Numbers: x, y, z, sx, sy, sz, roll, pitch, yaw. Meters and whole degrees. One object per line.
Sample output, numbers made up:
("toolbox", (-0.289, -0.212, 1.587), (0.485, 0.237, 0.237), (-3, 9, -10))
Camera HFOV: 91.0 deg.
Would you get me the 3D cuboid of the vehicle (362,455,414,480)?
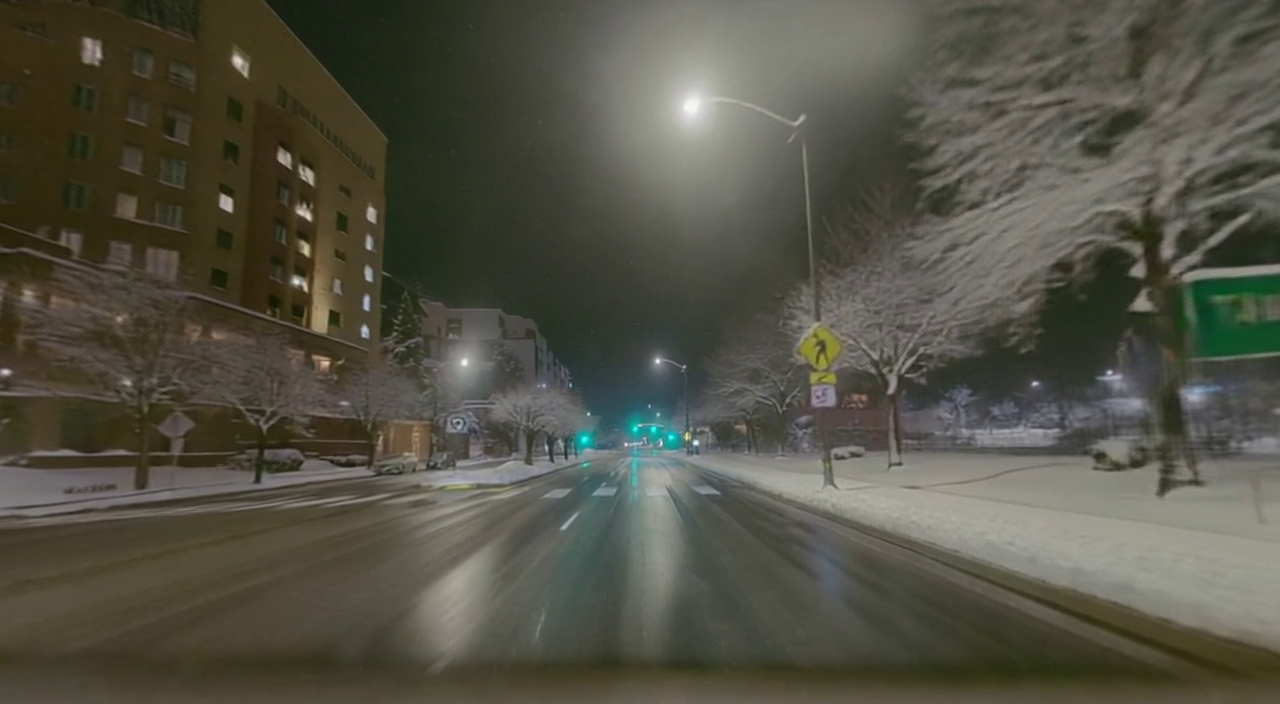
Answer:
("vehicle", (-16.694, 7.662, 41.861), (1.810, 1.478, 4.233), (-3, -10, -1))
